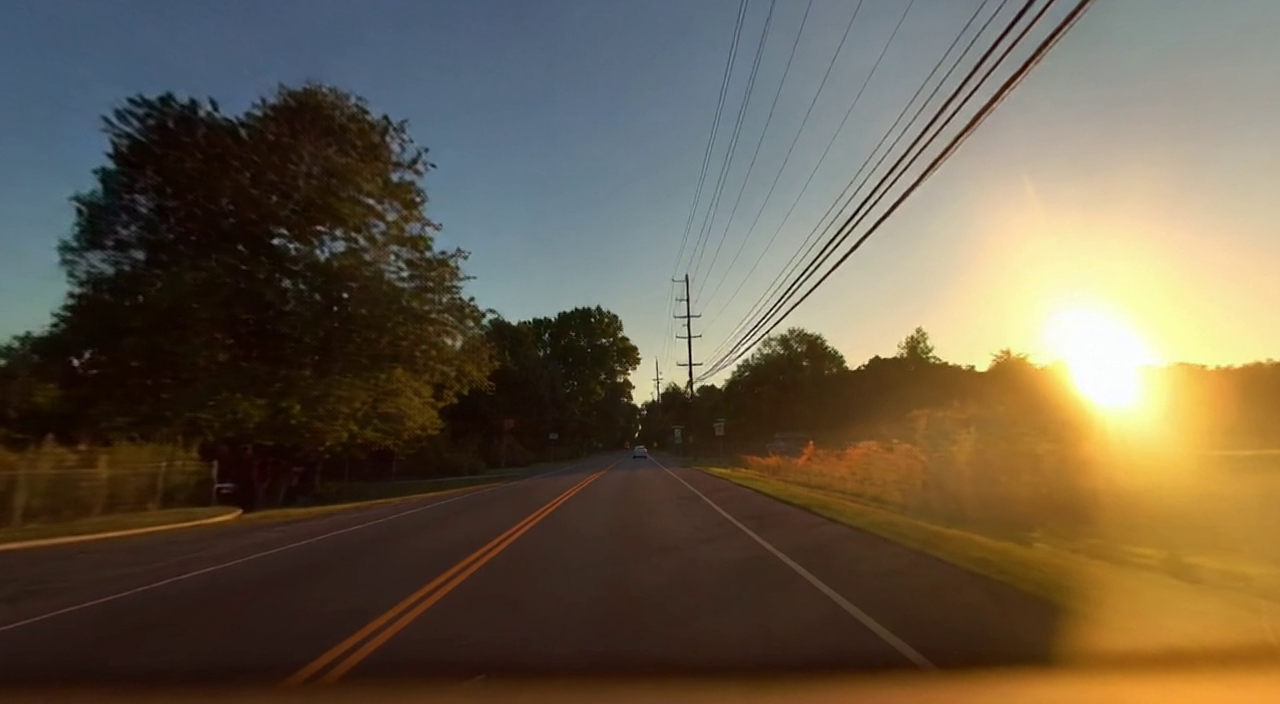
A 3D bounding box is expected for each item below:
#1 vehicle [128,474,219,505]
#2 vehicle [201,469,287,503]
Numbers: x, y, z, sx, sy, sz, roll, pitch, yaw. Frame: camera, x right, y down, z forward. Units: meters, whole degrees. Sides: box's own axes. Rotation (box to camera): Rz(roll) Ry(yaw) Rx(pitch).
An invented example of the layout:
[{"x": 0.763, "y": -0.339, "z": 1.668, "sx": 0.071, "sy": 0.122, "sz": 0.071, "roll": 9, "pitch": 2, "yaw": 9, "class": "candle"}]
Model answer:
[{"x": -31.118, "y": 9.169, "z": 42.063, "sx": 4.468, "sy": 1.848, "sz": 2.034, "roll": -1, "pitch": -8, "yaw": 2, "class": "vehicle"}, {"x": -27.891, "y": 9.449, "z": 44.383, "sx": 4.729, "sy": 1.830, "sz": 2.178, "roll": -5, "pitch": -8, "yaw": 3, "class": "vehicle"}]
